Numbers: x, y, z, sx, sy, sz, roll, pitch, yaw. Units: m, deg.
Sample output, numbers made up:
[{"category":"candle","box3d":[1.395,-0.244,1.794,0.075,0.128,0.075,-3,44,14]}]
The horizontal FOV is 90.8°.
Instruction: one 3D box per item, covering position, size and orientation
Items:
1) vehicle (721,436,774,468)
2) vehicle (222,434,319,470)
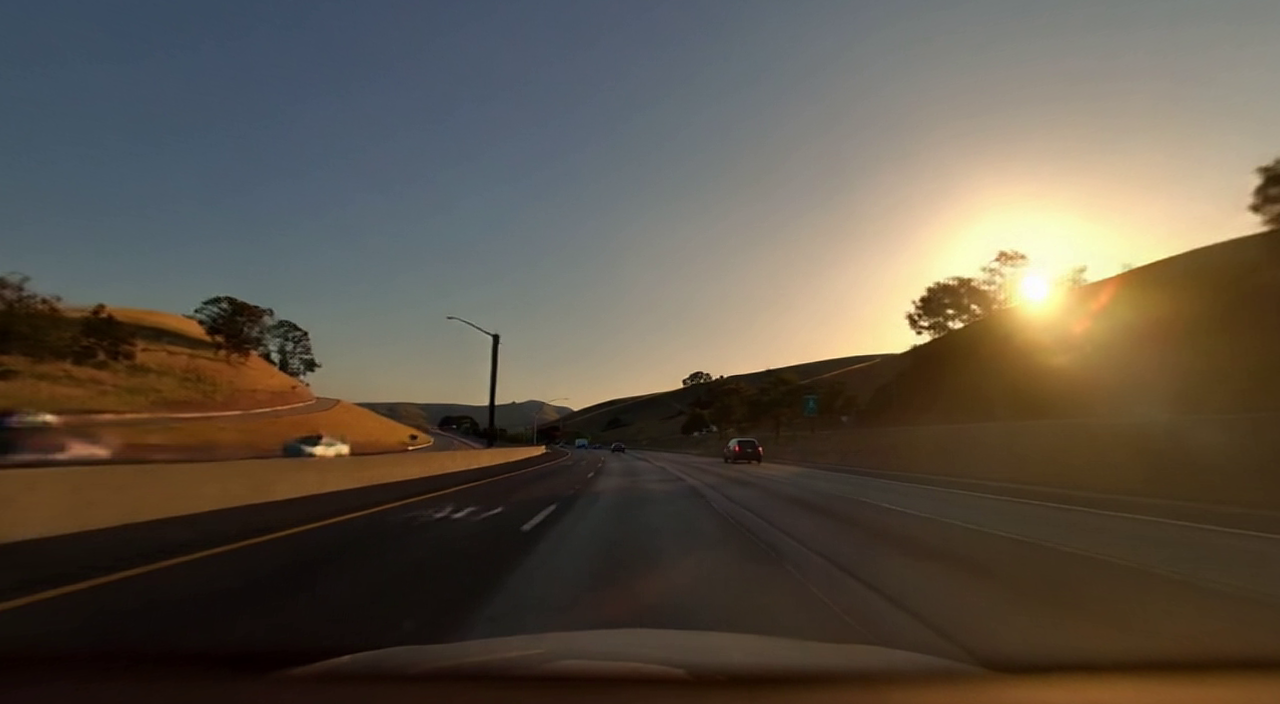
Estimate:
[{"category":"vehicle","box3d":[6.146,5.828,36.757,2.104,1.723,4.538,1,-9,-2]},{"category":"vehicle","box3d":[-18.192,4.961,31.426,1.924,1.597,4.899,1,-9,-1]}]
